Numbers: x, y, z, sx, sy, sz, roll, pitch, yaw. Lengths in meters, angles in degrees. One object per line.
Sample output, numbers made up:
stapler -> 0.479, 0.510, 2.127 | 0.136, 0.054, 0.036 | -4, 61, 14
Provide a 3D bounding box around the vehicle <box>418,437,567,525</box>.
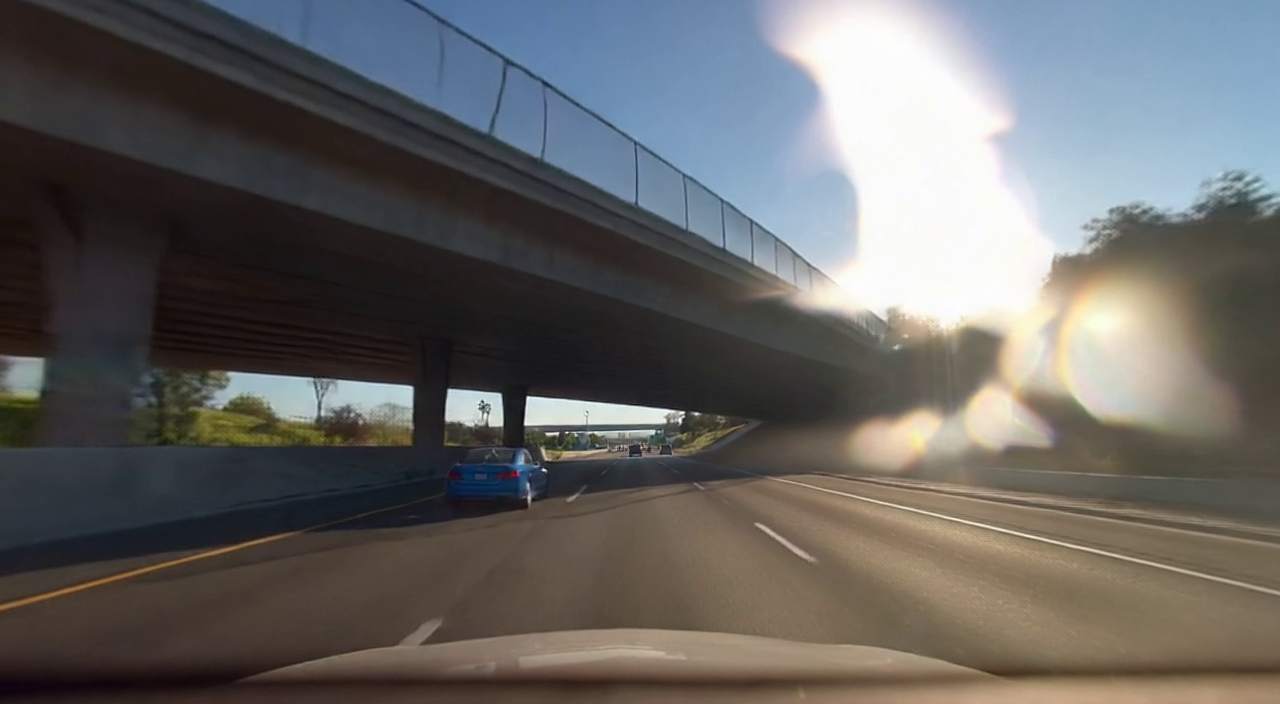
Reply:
vehicle -> -2.911, 2.659, 13.648 | 2.029, 1.557, 4.570 | 0, -9, 1
